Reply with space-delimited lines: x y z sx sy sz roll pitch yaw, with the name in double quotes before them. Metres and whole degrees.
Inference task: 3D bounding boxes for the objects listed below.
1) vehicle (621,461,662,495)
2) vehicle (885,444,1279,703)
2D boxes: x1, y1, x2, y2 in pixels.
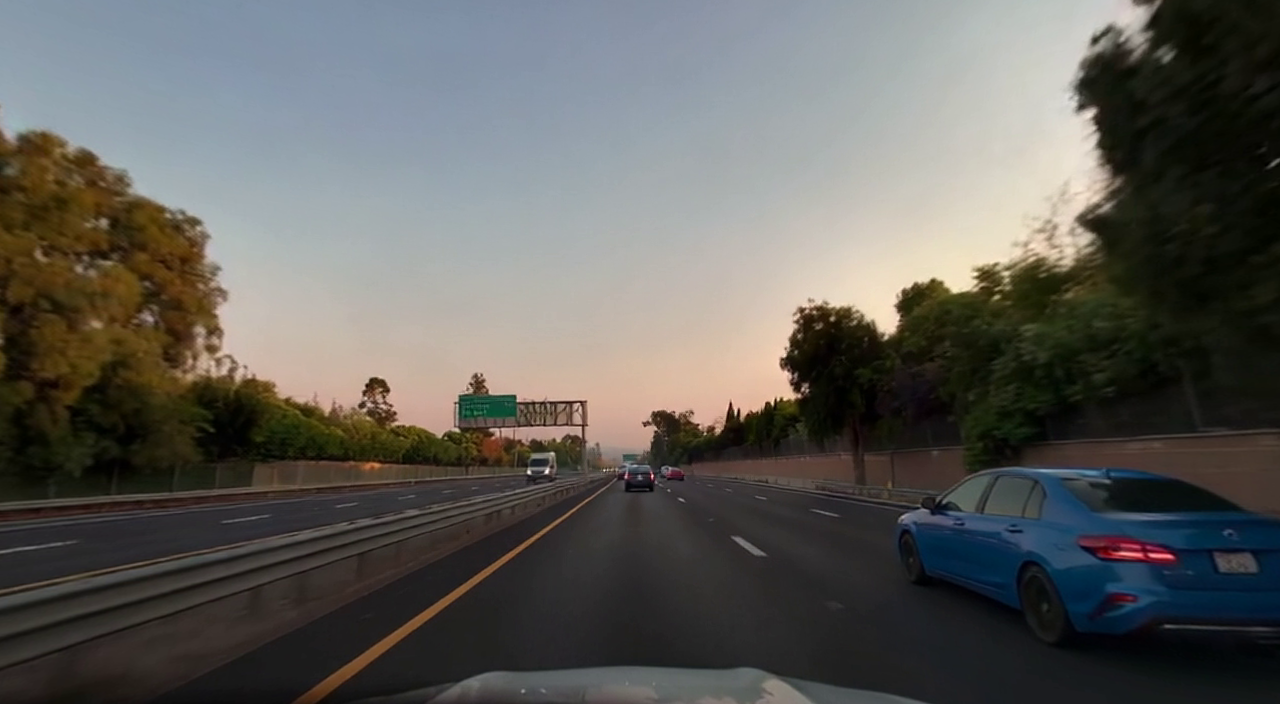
"vehicle" 0.025 6.643 33.253 2.037 1.605 3.833 1 -11 -1
"vehicle" 4.047 1.690 5.716 1.938 1.494 4.032 1 -11 -1
